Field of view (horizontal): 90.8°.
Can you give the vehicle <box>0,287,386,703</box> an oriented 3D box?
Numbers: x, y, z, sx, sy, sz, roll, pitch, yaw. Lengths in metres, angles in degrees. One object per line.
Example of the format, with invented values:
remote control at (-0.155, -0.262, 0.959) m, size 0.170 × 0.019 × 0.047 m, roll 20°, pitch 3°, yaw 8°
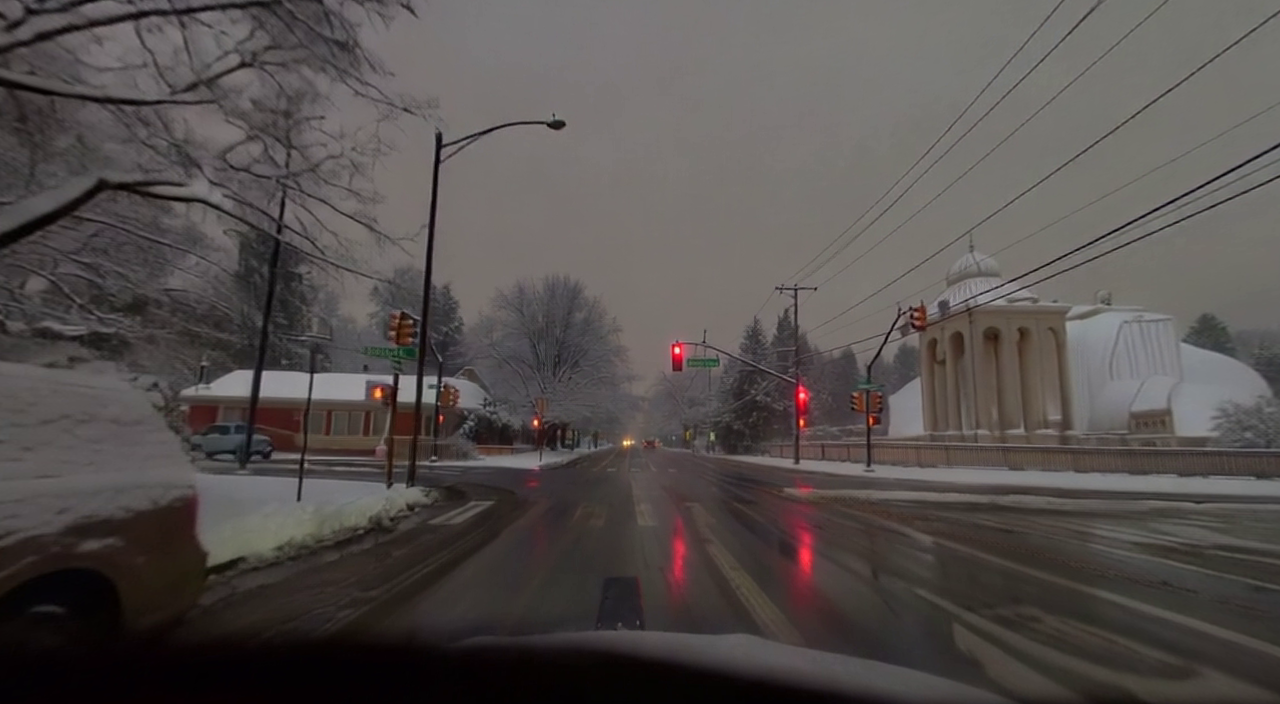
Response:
vehicle at (-3.297, 0.701, 1.931) m, size 2.271 × 1.885 × 6.346 m, roll 0°, pitch -8°, yaw 1°
